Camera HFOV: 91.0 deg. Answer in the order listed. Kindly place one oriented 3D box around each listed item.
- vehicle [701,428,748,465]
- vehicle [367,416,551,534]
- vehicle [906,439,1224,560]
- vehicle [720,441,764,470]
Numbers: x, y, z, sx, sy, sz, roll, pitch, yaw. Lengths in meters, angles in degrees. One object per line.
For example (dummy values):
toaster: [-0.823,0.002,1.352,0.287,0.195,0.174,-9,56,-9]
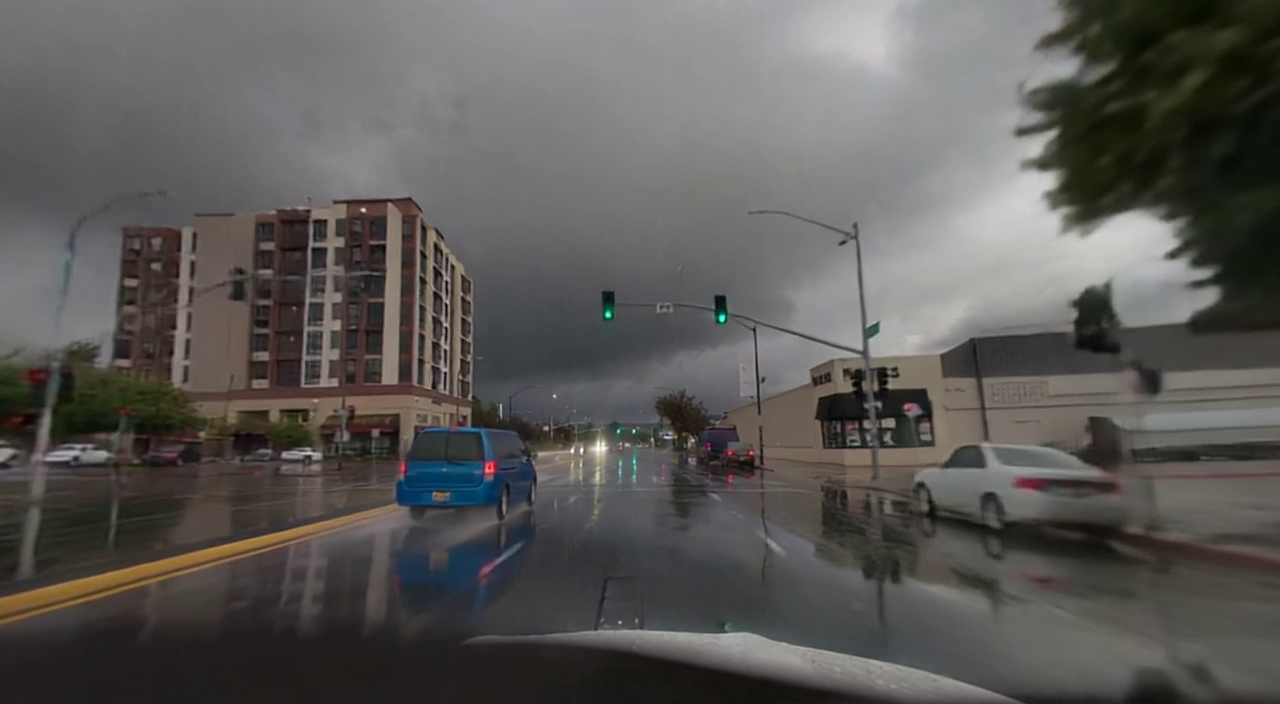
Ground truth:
vehicle: [6.189,7.042,47.005,2.642,2.582,6.157,0,-8,0]
vehicle: [-2.944,2.098,11.210,2.080,1.722,3.766,0,-8,1]
vehicle: [6.485,2.246,10.498,1.967,1.534,4.683,0,-8,-1]
vehicle: [6.388,6.536,39.944,1.942,1.753,4.912,0,-8,0]
